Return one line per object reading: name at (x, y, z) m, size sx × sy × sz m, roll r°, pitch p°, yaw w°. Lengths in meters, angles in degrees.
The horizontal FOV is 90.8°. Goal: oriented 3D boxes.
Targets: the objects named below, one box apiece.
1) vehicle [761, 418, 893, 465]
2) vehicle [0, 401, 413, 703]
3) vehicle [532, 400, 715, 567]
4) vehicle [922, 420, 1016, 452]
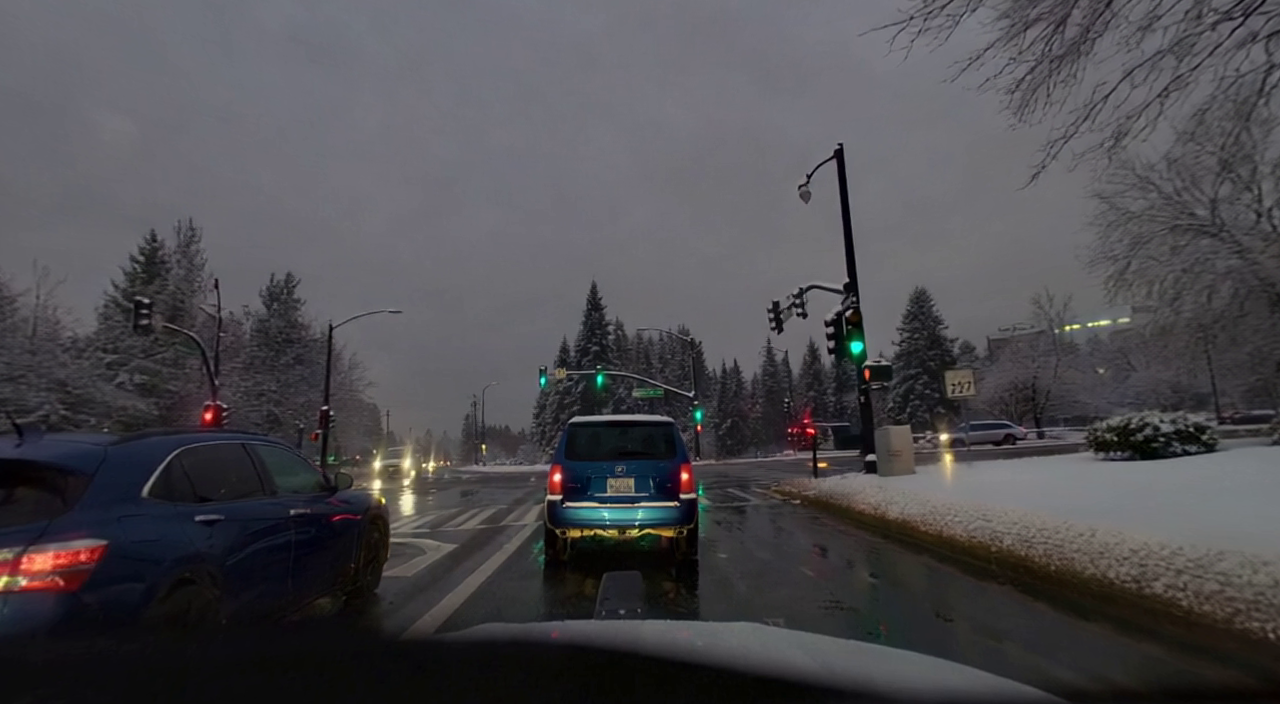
vehicle at (8.243, 4.039, 28.386) m, size 5.215 × 1.967 × 2.392 m, roll -1°, pitch -8°, yaw 4°
vehicle at (-3.376, 1.261, 4.558) m, size 2.011 × 1.527 × 4.008 m, roll 0°, pitch -8°, yaw -1°
vehicle at (-0.186, 1.799, 9.332) m, size 2.059 × 1.877 × 4.249 m, roll 0°, pitch -8°, yaw 0°
vehicle at (19.650, 5.041, 37.751) m, size 4.872 × 1.806 × 2.107 m, roll 3°, pitch -9°, yaw -20°
